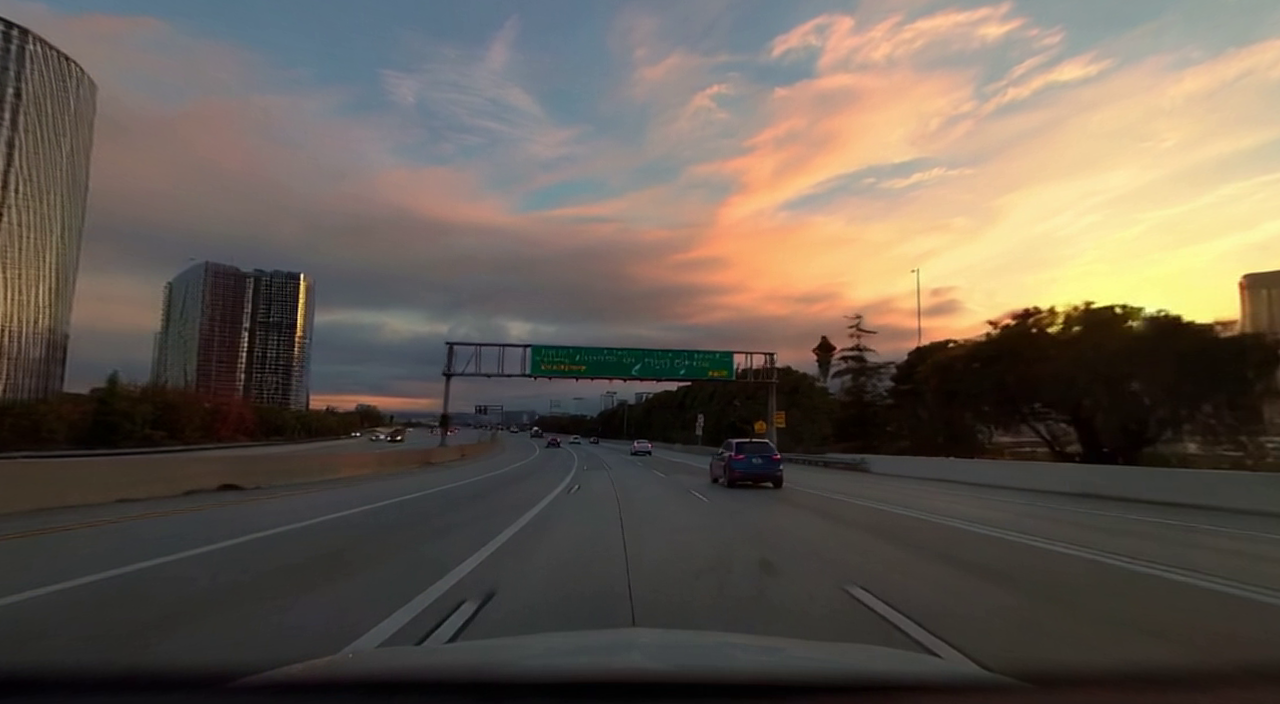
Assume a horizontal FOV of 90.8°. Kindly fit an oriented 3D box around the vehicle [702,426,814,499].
[{"bbox_3d":[3.180,3.120,18.200,2.110,1.780,4.682,0,-9,-3],"label":"vehicle"}]
